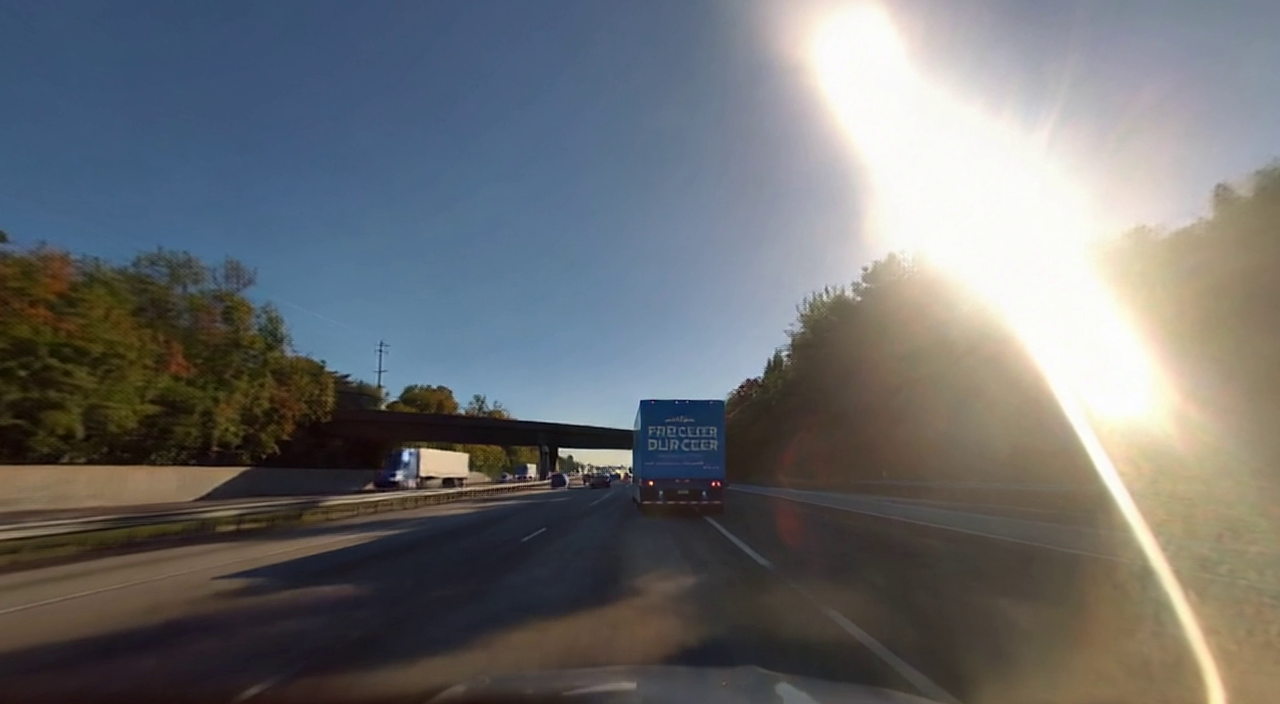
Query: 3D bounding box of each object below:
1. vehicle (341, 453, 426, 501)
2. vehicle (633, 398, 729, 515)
[{"bbox_3d":[-16.749,8.230,41.726,2.628,2.850,6.822,0,-11,1],"label":"vehicle"},{"bbox_3d":[1.318,4.323,25.671,2.980,3.834,9.423,1,-11,-1],"label":"vehicle"}]
